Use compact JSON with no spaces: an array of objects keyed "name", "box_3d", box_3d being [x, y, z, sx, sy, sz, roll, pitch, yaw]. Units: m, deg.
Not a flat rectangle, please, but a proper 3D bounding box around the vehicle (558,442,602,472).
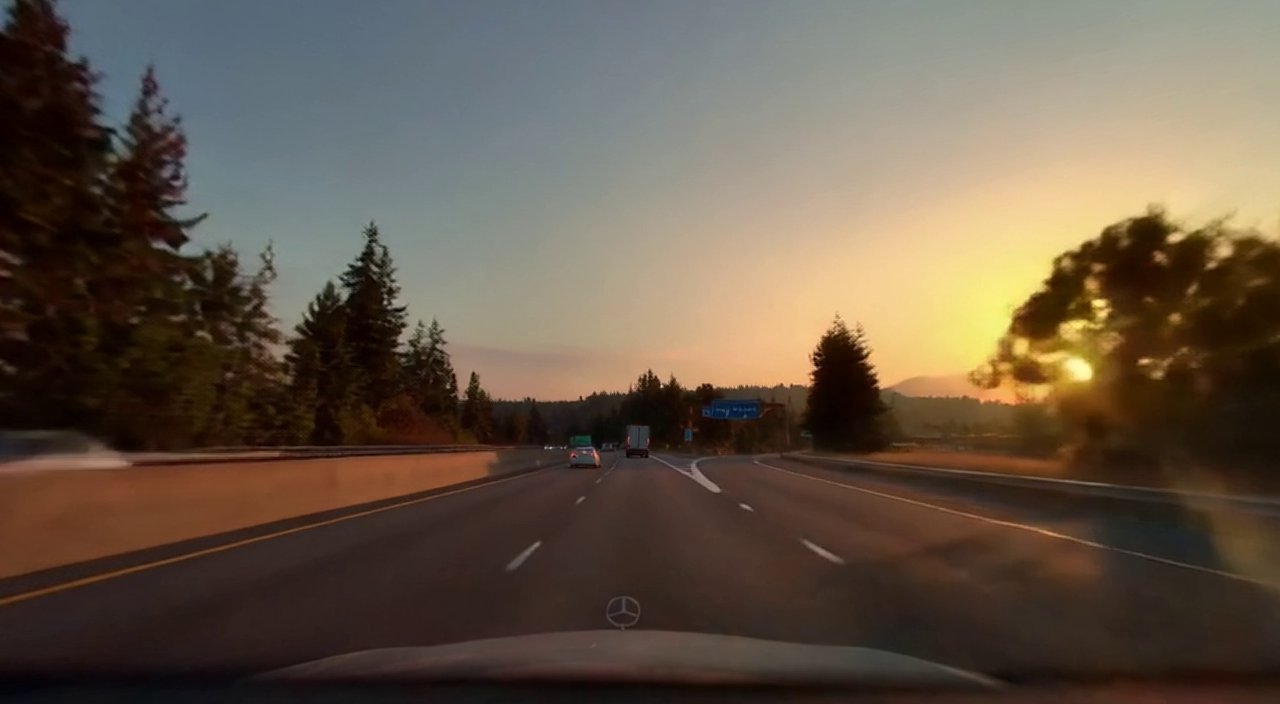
[{"name":"vehicle","box_3d":[-3.389,6.071,36.623,2.184,1.574,5.004,0,-9,-1]}]
